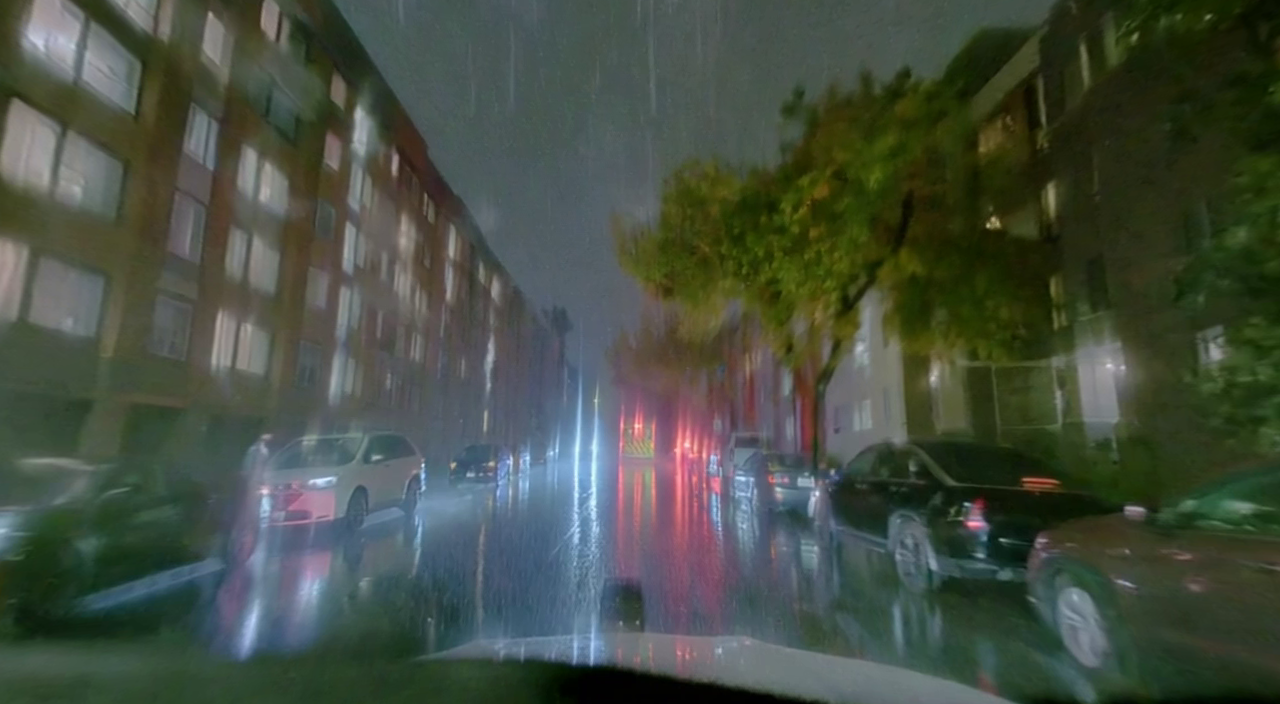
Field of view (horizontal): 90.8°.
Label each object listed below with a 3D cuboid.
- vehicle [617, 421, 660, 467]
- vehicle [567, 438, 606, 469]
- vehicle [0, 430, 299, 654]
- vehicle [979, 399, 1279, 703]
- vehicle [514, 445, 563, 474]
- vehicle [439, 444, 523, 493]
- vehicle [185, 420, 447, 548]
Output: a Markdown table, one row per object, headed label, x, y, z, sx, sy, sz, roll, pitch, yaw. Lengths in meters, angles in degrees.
| label | x | y | z | sx | sy | sz | roll | pitch | yaw |
| --- | --- | --- | --- | --- | --- | --- | --- | --- | --- |
| vehicle | -0.230 | 6.561 | 45.087 | 2.754 | 3.008 | 7.730 | 0 | -8 | -3 |
| vehicle | -3.231 | 6.238 | 38.980 | 2.029 | 1.802 | 4.229 | 0 | -8 | 1 |
| vehicle | -5.460 | 1.644 | 6.170 | 1.853 | 1.560 | 4.497 | -3 | -8 | -1 |
| vehicle | 3.290 | 0.992 | 2.672 | 1.728 | 1.532 | 3.457 | 0 | -8 | -1 |
| vehicle | -5.514 | 5.898 | 34.889 | 2.047 | 1.471 | 4.647 | 0 | -8 | -1 |
| vehicle | -5.557 | 4.111 | 22.675 | 1.921 | 1.482 | 4.280 | -2 | -8 | 0 |
| vehicle | -5.426 | 2.268 | 11.618 | 2.131 | 1.821 | 4.976 | 0 | -8 | 1 |
